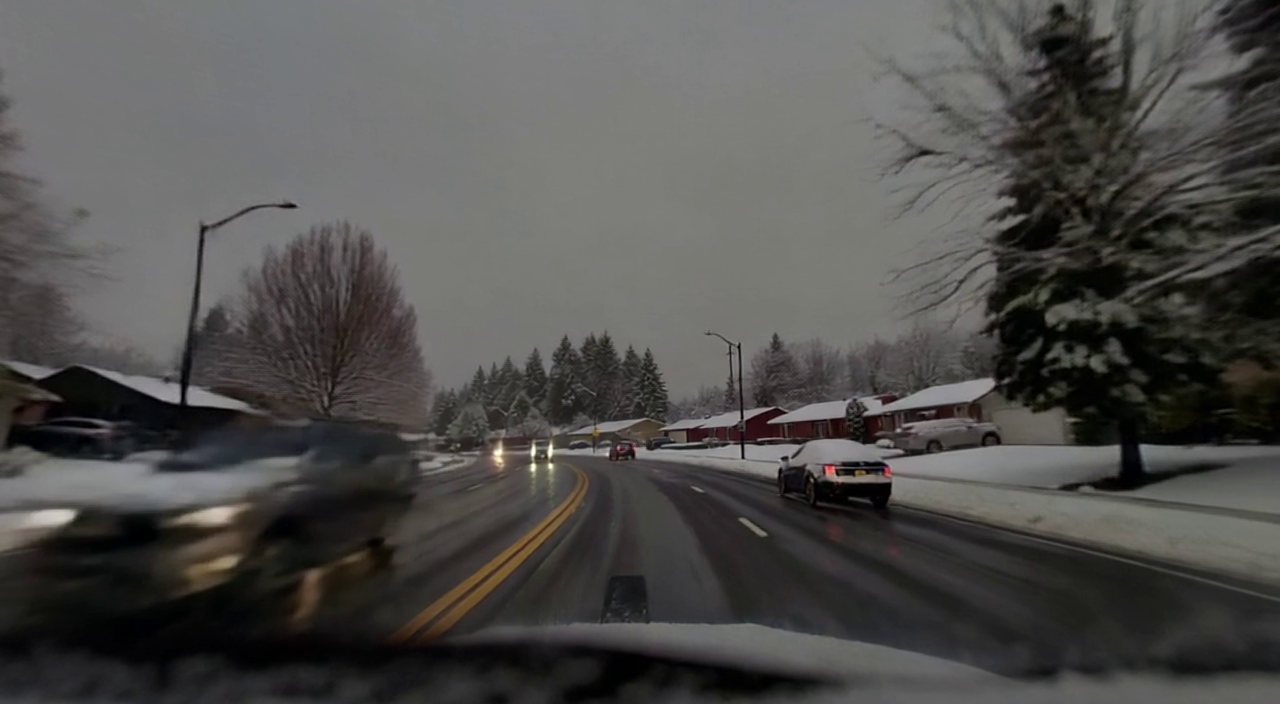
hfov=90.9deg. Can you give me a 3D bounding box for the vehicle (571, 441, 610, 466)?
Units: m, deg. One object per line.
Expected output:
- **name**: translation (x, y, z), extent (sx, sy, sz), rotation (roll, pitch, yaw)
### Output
- **vehicle**: translation (-3.623, 7.216, 45.129), extent (2.106, 1.667, 4.367), rotation (2, -9, -14)

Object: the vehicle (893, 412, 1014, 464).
- **vehicle**: translation (14.982, 4.069, 30.264), extent (4.455, 1.795, 2.331), rotation (-7, -5, -8)

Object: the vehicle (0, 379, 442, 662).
- **vehicle**: translation (-3.618, 1.334, 6.035), extent (2.081, 1.721, 4.228), rotation (0, -8, 0)

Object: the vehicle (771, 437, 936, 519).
- **vehicle**: translation (4.412, 2.646, 13.836), extent (1.934, 1.506, 4.282), rotation (0, -8, -3)

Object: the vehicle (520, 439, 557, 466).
- **vehicle**: translation (-7.432, 7.281, 45.737), extent (2.316, 1.845, 4.805), rotation (2, -9, -13)
